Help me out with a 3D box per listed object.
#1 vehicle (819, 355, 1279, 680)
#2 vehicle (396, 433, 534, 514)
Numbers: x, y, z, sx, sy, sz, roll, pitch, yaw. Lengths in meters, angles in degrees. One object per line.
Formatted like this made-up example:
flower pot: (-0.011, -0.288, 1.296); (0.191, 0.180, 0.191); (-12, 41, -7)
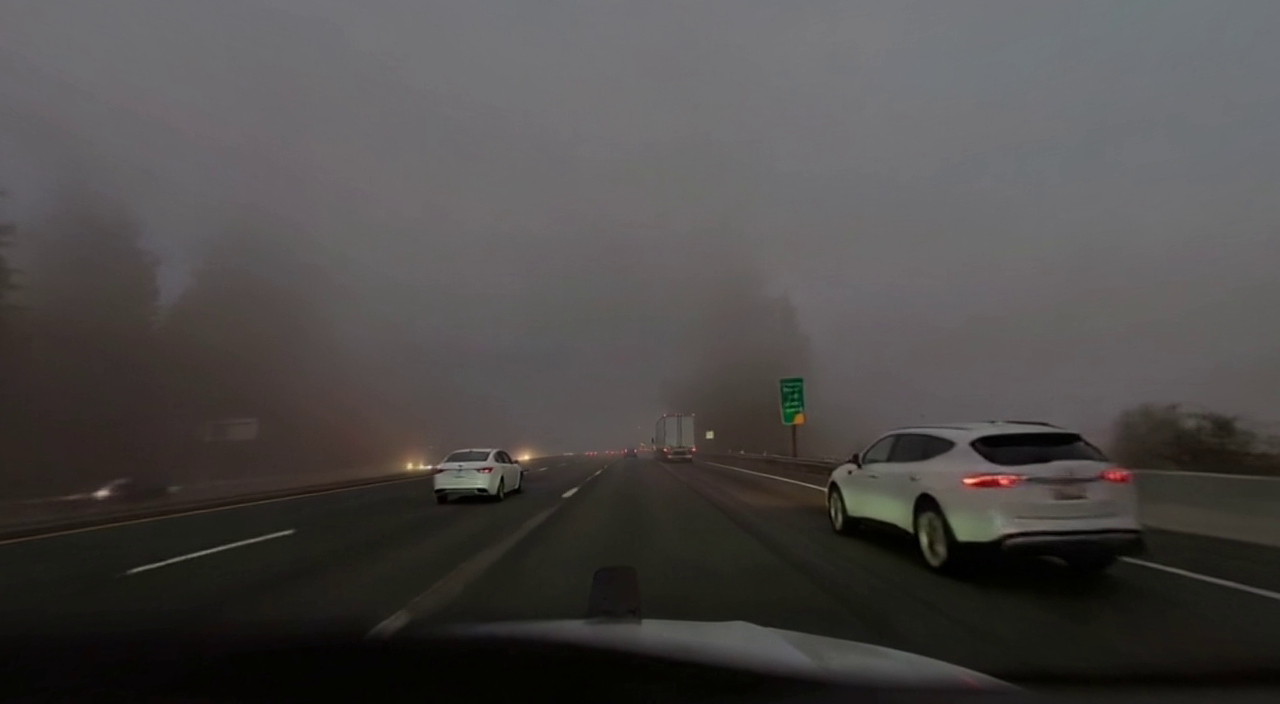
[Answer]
vehicle: (3.359, 1.218, 5.758); (2.065, 1.760, 4.488); (0, -8, -1)
vehicle: (-3.911, 2.796, 15.087); (1.903, 1.607, 4.770); (0, -8, 0)
